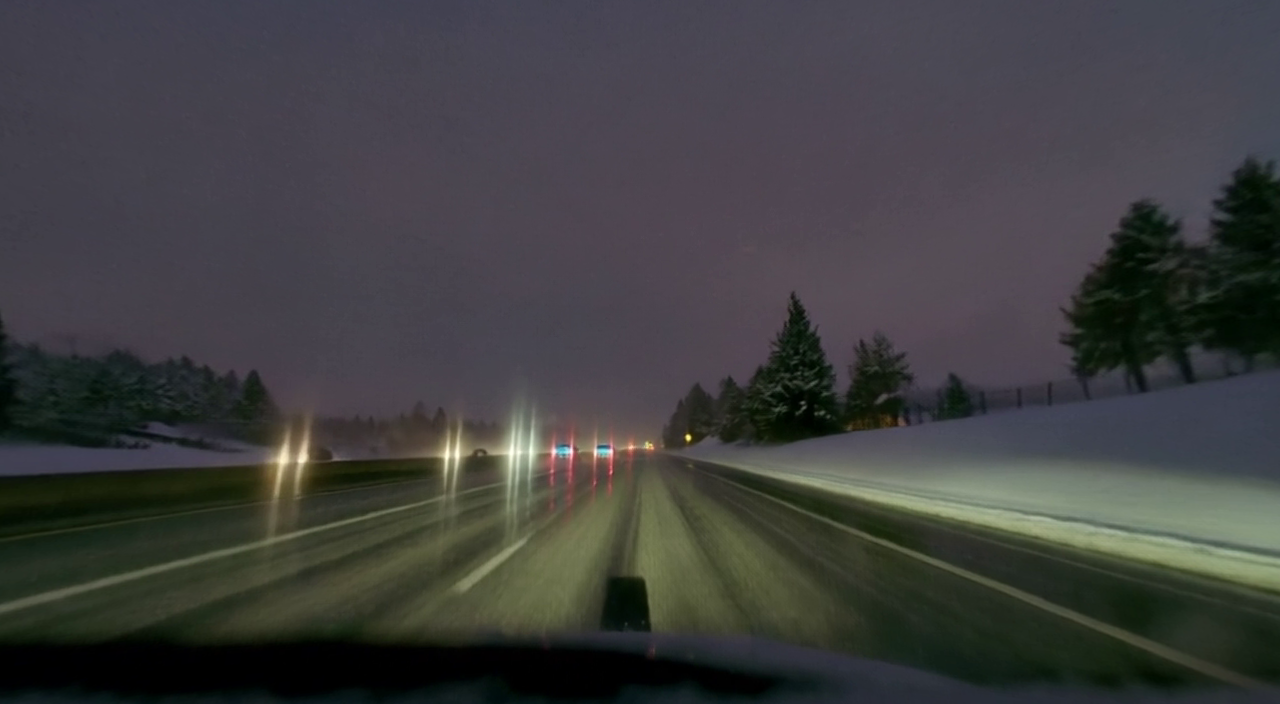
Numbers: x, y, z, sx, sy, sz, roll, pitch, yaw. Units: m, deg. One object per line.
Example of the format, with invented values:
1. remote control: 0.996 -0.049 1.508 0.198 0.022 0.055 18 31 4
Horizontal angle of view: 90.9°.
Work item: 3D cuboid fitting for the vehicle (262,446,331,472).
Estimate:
1. vehicle: -22.331 6.933 41.183 1.900 1.555 4.339 0 -8 2
